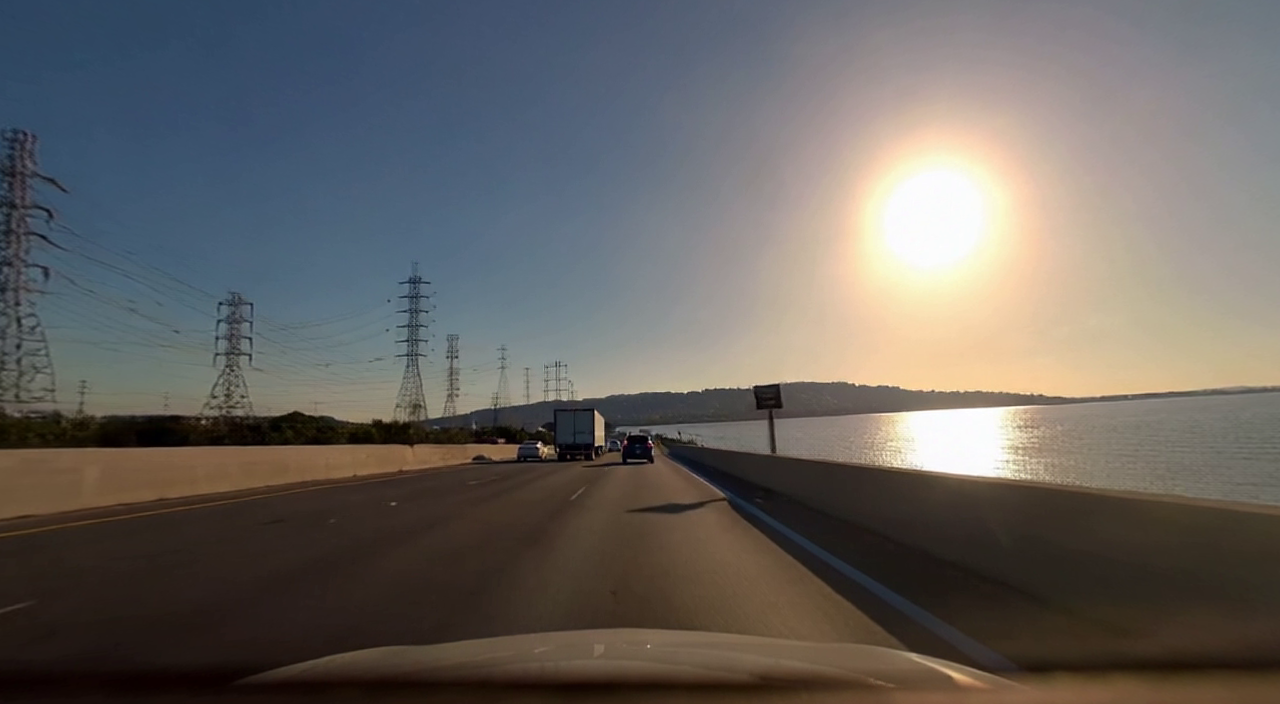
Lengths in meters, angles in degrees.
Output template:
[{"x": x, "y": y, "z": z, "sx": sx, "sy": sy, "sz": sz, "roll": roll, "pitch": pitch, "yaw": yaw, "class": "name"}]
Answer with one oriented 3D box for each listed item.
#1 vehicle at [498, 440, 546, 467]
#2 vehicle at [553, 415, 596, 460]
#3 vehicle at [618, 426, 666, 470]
[{"x": -7.131, "y": 6.187, "z": 38.735, "sx": 2.004, "sy": 1.545, "sz": 4.513, "roll": 0, "pitch": -8, "yaw": 1, "class": "vehicle"}, {"x": -3.772, "y": 4.973, "z": 36.687, "sx": 2.178, "sy": 2.522, "sz": 2.054, "roll": 0, "pitch": -8, "yaw": 1, "class": "vehicle"}, {"x": 0.108, "y": 5.077, "z": 33.513, "sx": 2.358, "sy": 2.144, "sz": 4.713, "roll": 0, "pitch": -8, "yaw": 0, "class": "vehicle"}]
